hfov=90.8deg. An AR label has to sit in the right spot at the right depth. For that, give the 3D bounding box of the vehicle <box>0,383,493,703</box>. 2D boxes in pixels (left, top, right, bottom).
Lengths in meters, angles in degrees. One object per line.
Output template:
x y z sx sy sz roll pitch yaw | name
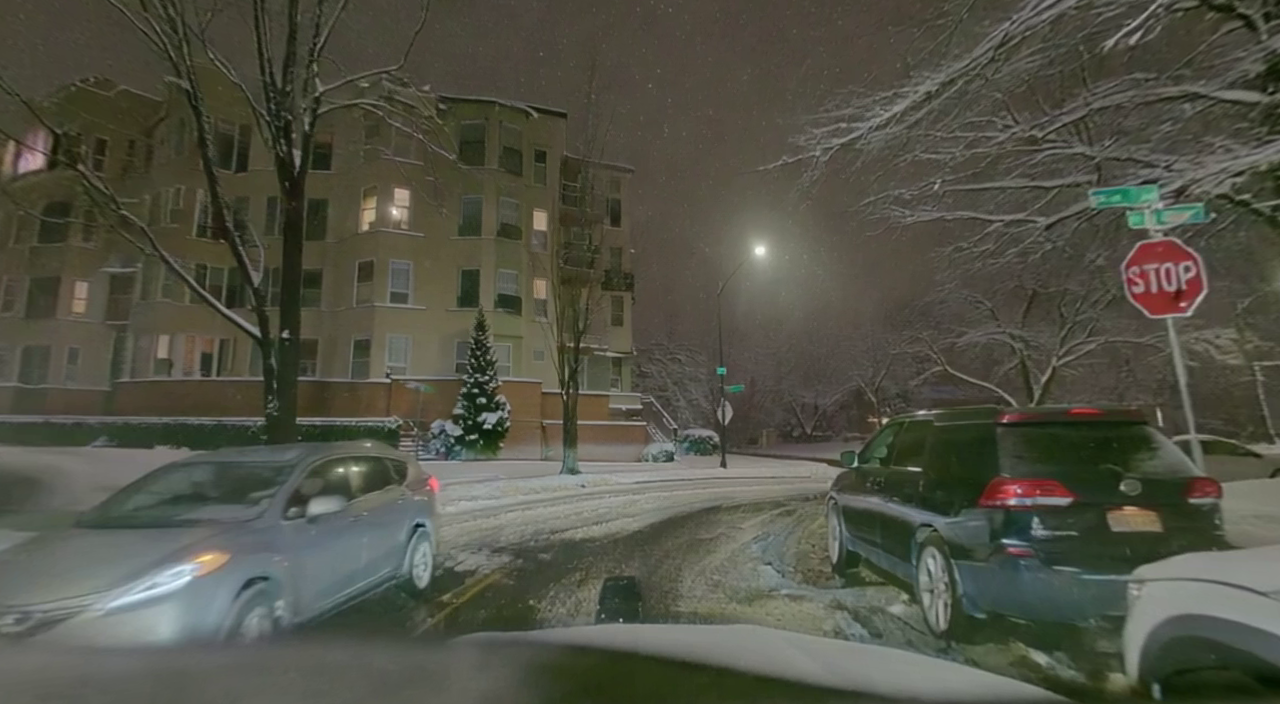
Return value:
-2.785 1.204 4.249 2.210 1.516 4.804 0 -8 3 | vehicle

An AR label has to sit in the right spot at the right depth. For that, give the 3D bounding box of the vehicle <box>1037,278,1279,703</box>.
2.963 0.459 0.249 2.034 1.800 5.178 0 -8 -3 | vehicle
